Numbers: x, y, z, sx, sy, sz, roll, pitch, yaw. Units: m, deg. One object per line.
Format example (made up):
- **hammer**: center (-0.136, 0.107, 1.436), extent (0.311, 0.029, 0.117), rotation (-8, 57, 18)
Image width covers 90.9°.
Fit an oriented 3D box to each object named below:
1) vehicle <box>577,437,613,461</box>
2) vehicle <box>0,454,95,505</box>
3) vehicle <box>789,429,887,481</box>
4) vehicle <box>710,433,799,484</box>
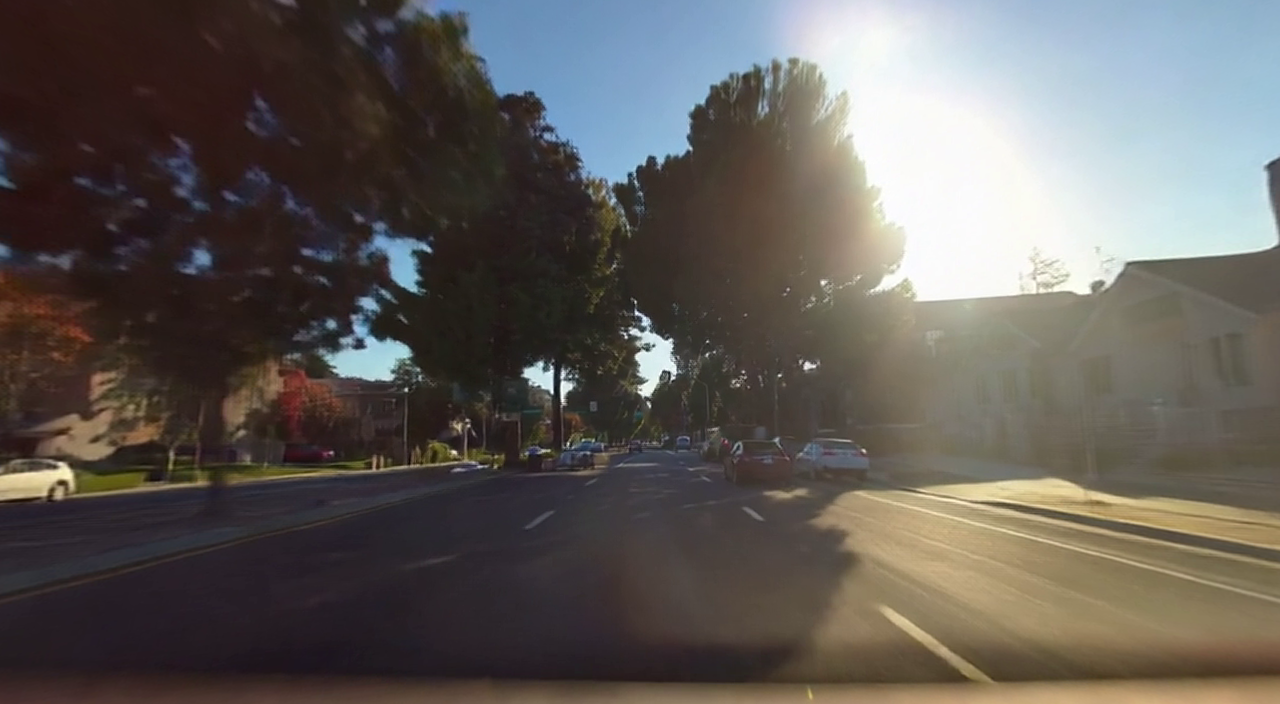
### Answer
- **vehicle**: center (-3.000, 6.604, 42.924), extent (2.049, 1.485, 4.656), rotation (0, -8, 1)
- **vehicle**: center (-22.603, 4.527, 22.509), extent (1.883, 1.671, 4.779), rotation (0, -8, 1)
- **vehicle**: center (7.210, 3.801, 23.558), extent (2.121, 1.727, 4.789), rotation (0, -8, 0)
- **vehicle**: center (3.679, 3.531, 21.153), extent (2.128, 1.502, 4.572), rotation (0, -8, 0)
